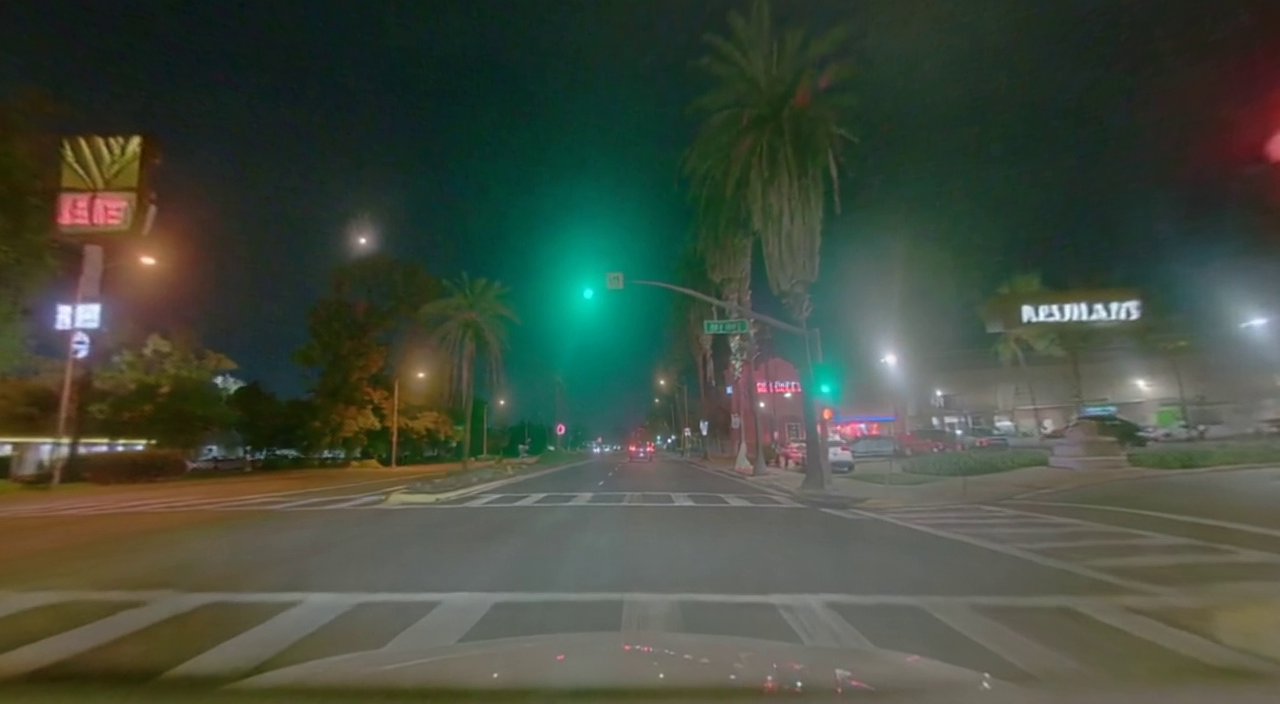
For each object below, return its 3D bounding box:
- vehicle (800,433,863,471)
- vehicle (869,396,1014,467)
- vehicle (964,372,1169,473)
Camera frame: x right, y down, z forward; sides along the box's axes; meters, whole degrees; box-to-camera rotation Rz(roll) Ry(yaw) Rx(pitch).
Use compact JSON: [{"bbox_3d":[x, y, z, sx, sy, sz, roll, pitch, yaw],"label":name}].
[{"bbox_3d":[9.704,5.138,32.166,1.655,1.820,3.969,0,-10,-5],"label":"vehicle"},{"bbox_3d":[16.060,4.500,34.731,2.814,3.328,10.467,0,-9,0],"label":"vehicle"},{"bbox_3d":[15.787,2.868,24.262,3.161,3.209,7.934,-1,-9,8],"label":"vehicle"}]
